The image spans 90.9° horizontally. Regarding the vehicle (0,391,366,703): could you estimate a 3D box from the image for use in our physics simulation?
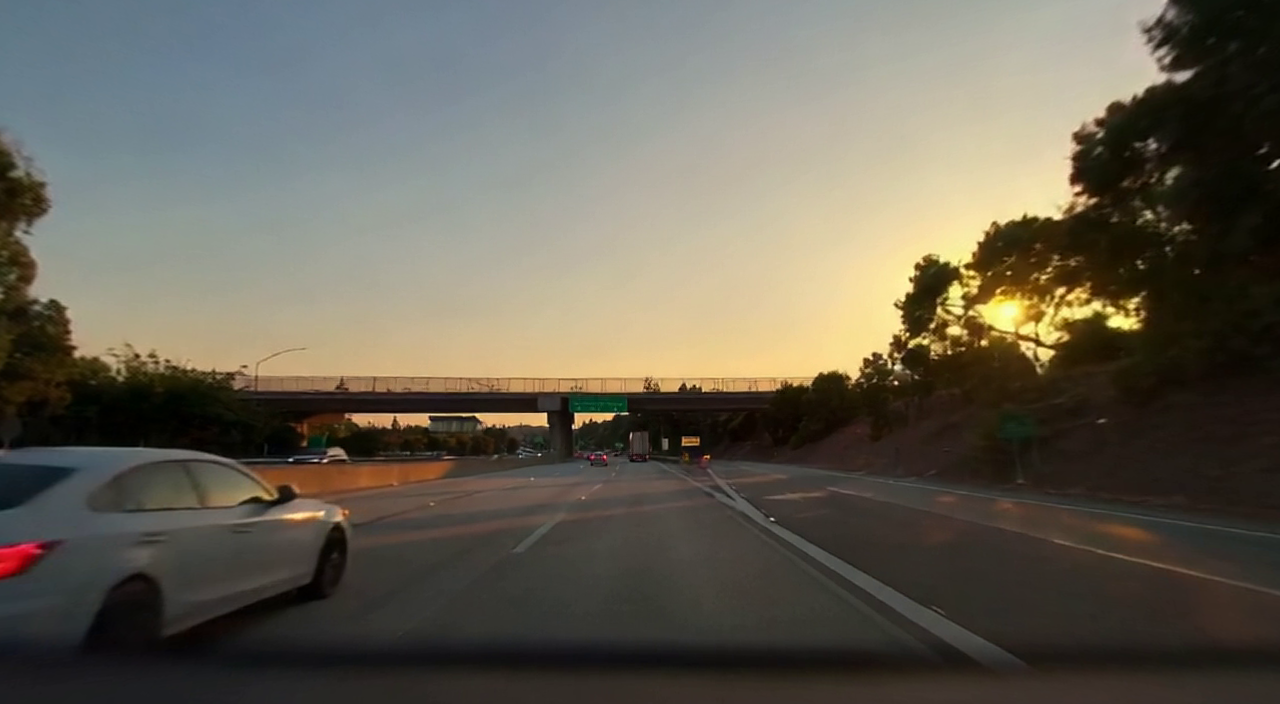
[{"bbox_3d":[-3.782,1.182,4.084,2.070,1.564,4.145,0,-9,1],"label":"vehicle"}]
